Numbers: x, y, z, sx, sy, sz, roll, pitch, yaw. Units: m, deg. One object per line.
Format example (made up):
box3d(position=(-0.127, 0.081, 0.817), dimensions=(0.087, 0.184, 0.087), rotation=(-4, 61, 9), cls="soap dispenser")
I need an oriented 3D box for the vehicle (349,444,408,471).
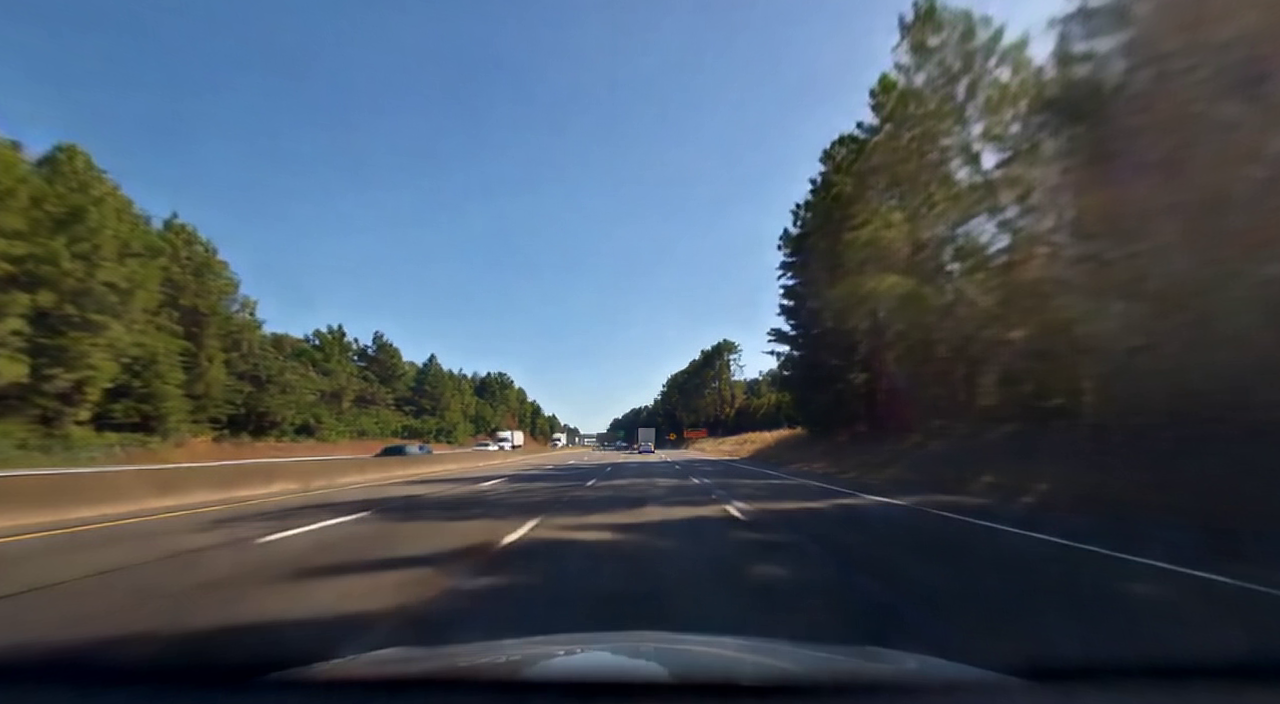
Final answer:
box3d(position=(-14.646, 5.908, 35.398), dimensions=(1.721, 1.416, 3.633), rotation=(0, -8, 0), cls="vehicle")
